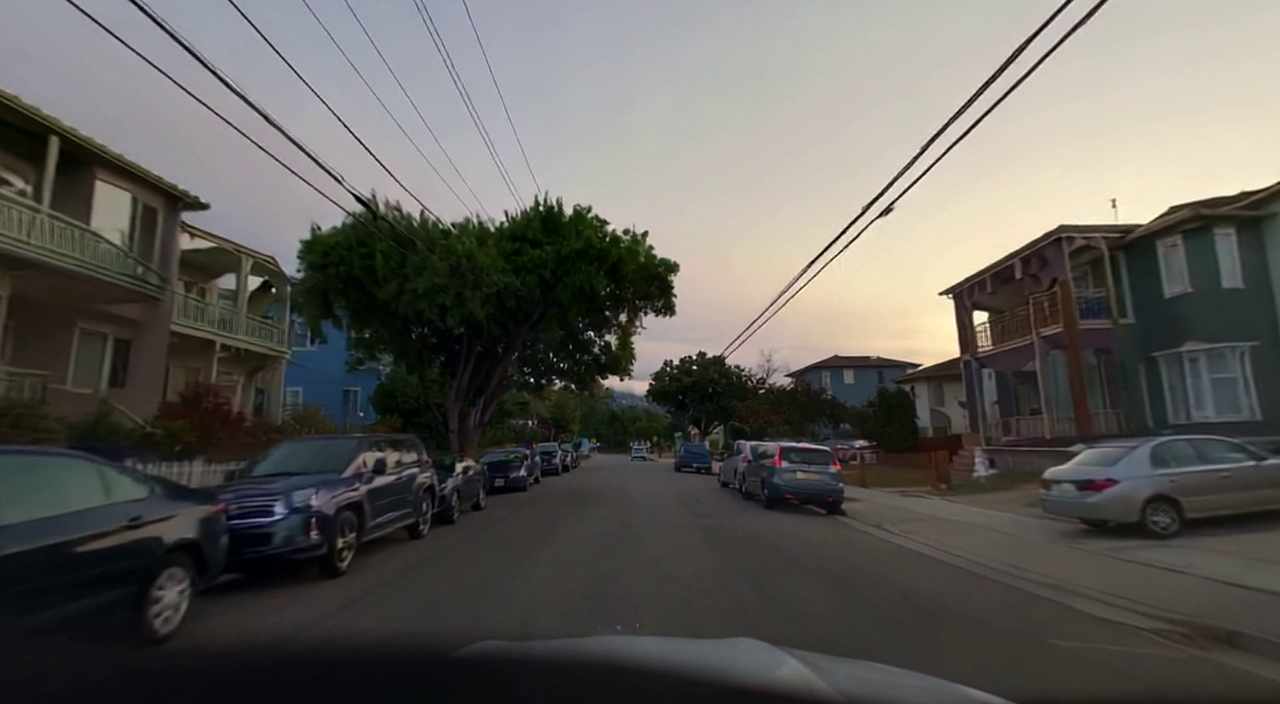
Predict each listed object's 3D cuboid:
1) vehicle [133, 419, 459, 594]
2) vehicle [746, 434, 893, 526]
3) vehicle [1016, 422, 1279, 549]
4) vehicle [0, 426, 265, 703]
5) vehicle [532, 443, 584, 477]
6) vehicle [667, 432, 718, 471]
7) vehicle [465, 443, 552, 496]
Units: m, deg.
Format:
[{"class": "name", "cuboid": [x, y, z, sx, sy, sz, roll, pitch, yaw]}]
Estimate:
[{"class": "vehicle", "cuboid": [-3.845, 1.767, 8.028, 1.876, 1.645, 3.911, 0, -9, 0]}, {"class": "vehicle", "cuboid": [3.461, 2.529, 13.059, 1.916, 1.587, 3.986, 0, -9, 1]}, {"class": "vehicle", "cuboid": [7.973, 1.742, 8.568, 4.480, 1.497, 1.884, -1, -8, 2]}, {"class": "vehicle", "cuboid": [-4.053, 1.117, 3.101, 1.745, 1.490, 4.304, 0, -8, 0]}, {"class": "vehicle", "cuboid": [-3.900, 5.234, 30.770, 1.979, 1.471, 4.366, 1, -9, 0]}, {"class": "vehicle", "cuboid": [3.085, 6.042, 38.484, 2.564, 2.155, 6.053, 0, -8, 0]}, {"class": "vehicle", "cuboid": [-4.020, 3.653, 20.081, 1.998, 1.476, 4.410, 0, -9, -2]}]
